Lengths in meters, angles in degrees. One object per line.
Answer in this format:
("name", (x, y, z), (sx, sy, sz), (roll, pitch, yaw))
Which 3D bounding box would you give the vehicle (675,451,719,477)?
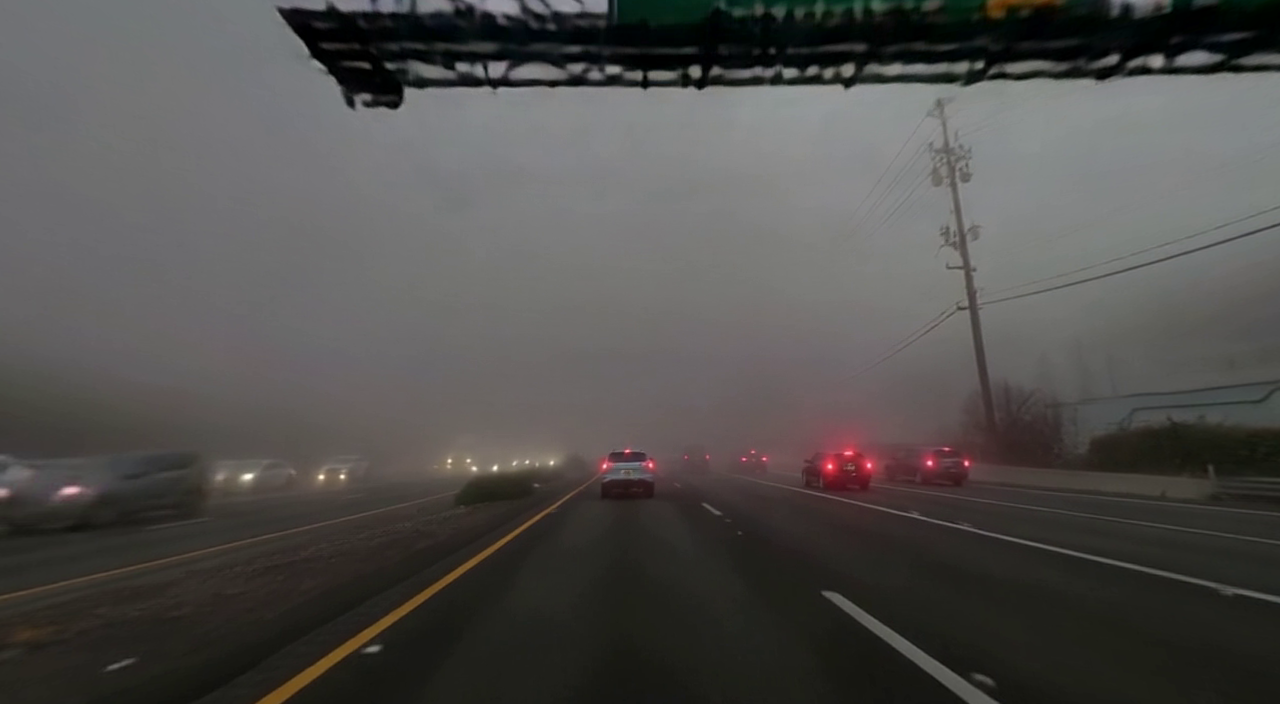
("vehicle", (3.370, 6.720, 38.162), (2.115, 1.481, 3.968), (0, -9, -2))

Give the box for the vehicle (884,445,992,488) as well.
("vehicle", (11.331, 4.360, 24.431), (1.901, 1.485, 4.483), (0, -9, -1))

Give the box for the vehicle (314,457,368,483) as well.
("vehicle", (-21.744, 8.597, 46.143), (1.889, 1.708, 4.301), (0, -9, -1))

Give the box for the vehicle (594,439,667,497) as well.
("vehicle", (-0.329, 3.992, 22.143), (2.298, 1.809, 4.359), (0, -9, -1))

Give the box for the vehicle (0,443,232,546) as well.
("vehicle", (-10.982, 2.799, 13.198), (1.955, 1.758, 4.486), (0, -9, -1))

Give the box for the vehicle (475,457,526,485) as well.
("vehicle", (-8.155, 6.967, 37.329), (1.937, 1.477, 4.561), (0, -9, 1))

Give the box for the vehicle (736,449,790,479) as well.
("vehicle", (6.677, 6.119, 34.776), (1.934, 1.461, 4.368), (0, -9, -3))

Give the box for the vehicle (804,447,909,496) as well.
("vehicle", (7.144, 3.949, 21.349), (1.958, 1.473, 4.201), (0, -9, -2))
